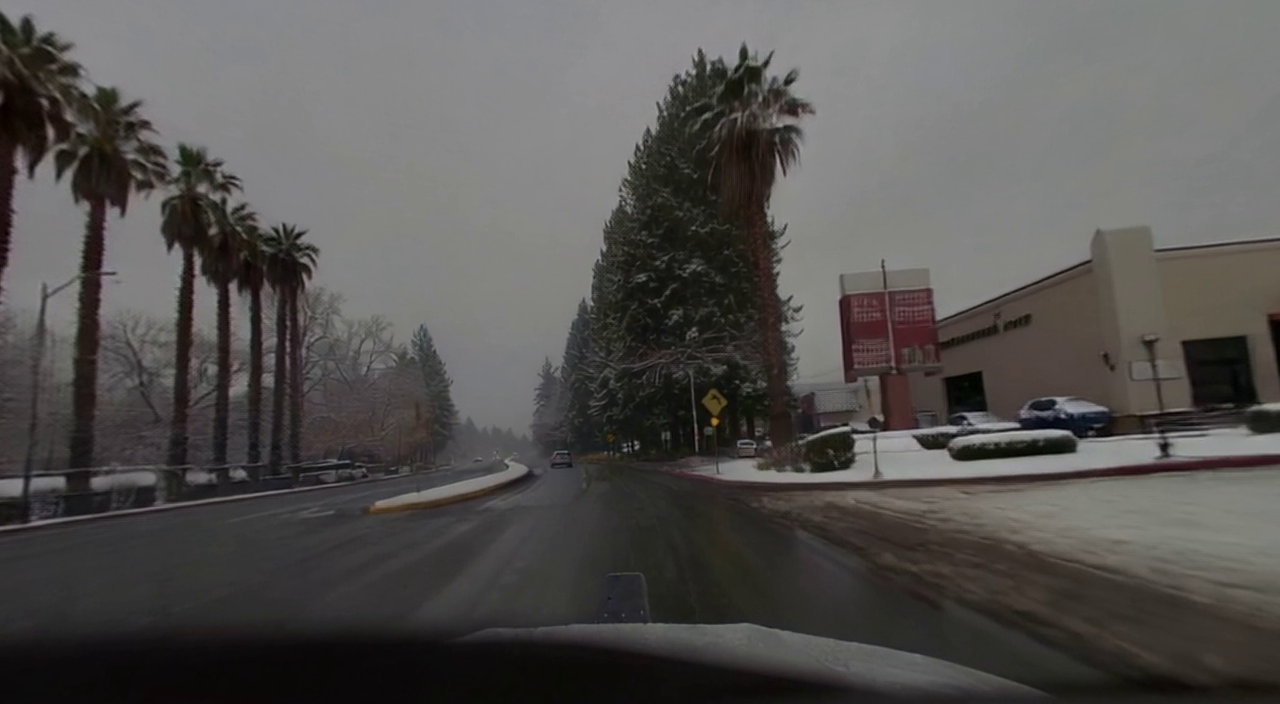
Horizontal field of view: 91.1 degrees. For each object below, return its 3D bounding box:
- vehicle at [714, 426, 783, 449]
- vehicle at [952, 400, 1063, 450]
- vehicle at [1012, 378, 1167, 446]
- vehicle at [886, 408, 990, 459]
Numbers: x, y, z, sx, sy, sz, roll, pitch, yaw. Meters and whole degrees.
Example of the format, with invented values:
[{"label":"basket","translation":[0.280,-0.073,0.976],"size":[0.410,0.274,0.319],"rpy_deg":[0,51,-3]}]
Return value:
[{"label":"vehicle","translation":[8.090,6.433,46.980],"size":[4.671,1.630,2.200],"rpy_deg":[0,-9,-4]},{"label":"vehicle","translation":[13.812,2.875,23.970],"size":[2.065,1.687,4.584],"rpy_deg":[-2,-9,10]},{"label":"vehicle","translation":[16.650,2.388,23.730],"size":[2.237,1.962,5.424],"rpy_deg":[-9,-9,8]},{"label":"vehicle","translation":[11.227,3.185,24.102],"size":[2.196,1.715,4.918],"rpy_deg":[-2,-9,9]}]
